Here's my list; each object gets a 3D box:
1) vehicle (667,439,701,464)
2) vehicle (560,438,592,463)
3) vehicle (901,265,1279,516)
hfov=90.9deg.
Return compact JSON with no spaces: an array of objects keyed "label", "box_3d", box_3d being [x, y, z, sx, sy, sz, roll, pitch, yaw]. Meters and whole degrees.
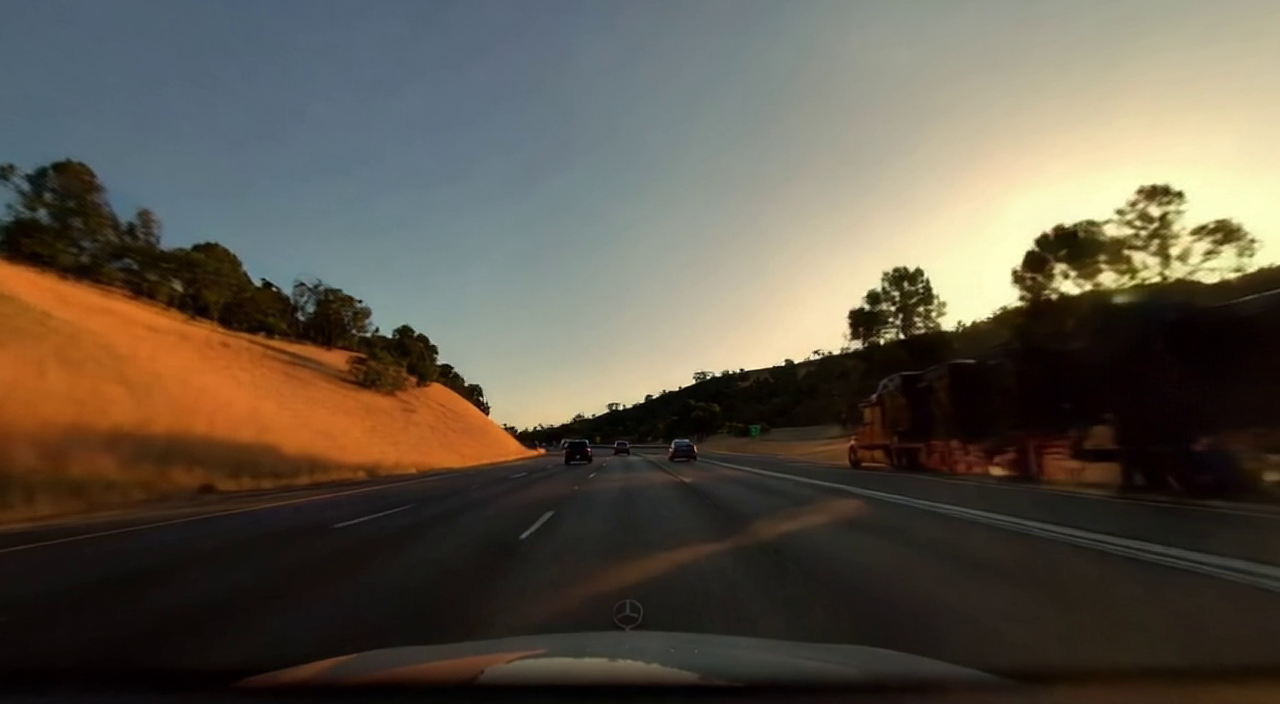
[{"label":"vehicle","box_3d":[3.187,7.243,46.225,1.995,1.712,4.206,0,-8,-3]},{"label":"vehicle","box_3d":[-4.943,7.665,49.256,2.120,1.855,4.619,0,-8,-1]},{"label":"vehicle","box_3d":[11.901,1.440,15.982,2.953,4.129,16.568,0,-8,-2]}]
